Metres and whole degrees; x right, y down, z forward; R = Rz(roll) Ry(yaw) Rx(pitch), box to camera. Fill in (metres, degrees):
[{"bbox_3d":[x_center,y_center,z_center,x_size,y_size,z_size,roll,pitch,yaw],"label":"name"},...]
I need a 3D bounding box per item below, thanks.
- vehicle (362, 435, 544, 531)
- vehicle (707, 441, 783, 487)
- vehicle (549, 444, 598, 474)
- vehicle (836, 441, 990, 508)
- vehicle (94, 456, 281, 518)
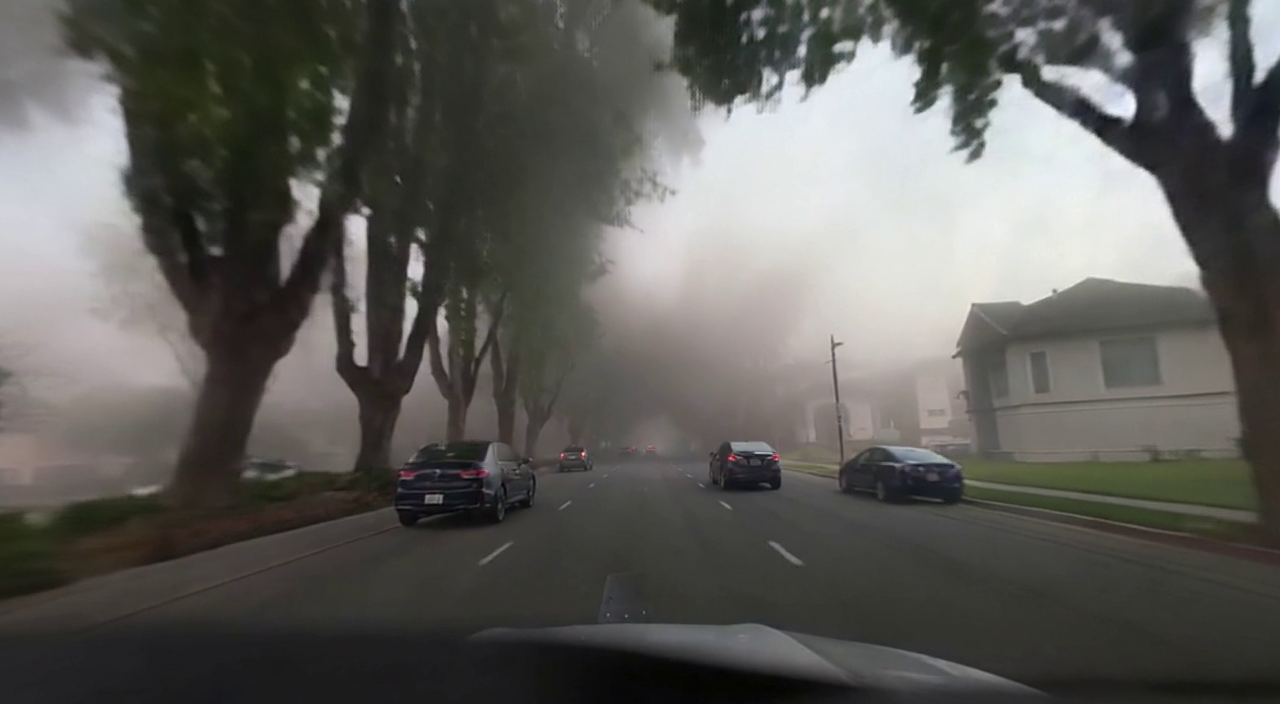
[{"bbox_3d":[-3.272,2.395,12.114,2.053,1.480,4.381,0,-9,2],"label":"vehicle"},{"bbox_3d":[3.675,3.992,22.865,2.010,1.486,4.498,0,-9,0],"label":"vehicle"},{"bbox_3d":[-3.476,5.675,33.734,1.988,1.497,4.404,0,-9,2],"label":"vehicle"},{"bbox_3d":[6.558,2.963,15.745,1.912,1.433,4.265,0,-9,0],"label":"vehicle"},{"bbox_3d":[-12.657,3.760,18.096,1.929,1.482,4.518,0,-9,2],"label":"vehicle"}]
